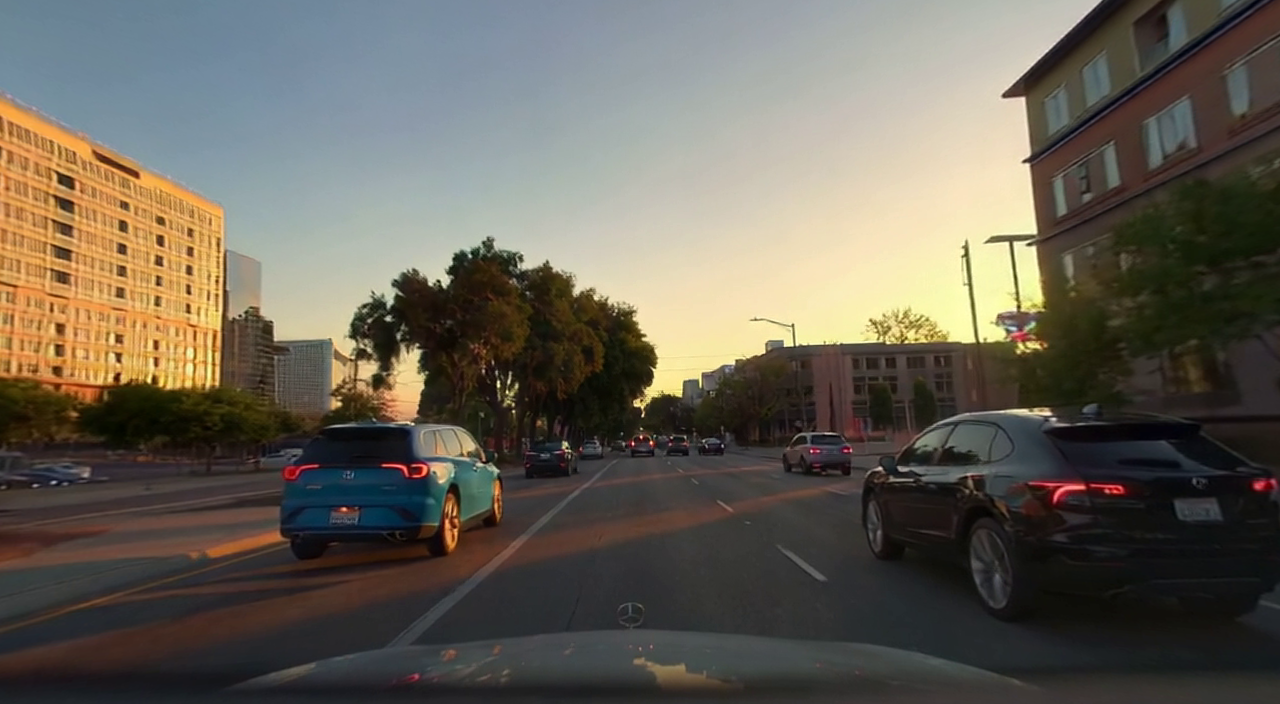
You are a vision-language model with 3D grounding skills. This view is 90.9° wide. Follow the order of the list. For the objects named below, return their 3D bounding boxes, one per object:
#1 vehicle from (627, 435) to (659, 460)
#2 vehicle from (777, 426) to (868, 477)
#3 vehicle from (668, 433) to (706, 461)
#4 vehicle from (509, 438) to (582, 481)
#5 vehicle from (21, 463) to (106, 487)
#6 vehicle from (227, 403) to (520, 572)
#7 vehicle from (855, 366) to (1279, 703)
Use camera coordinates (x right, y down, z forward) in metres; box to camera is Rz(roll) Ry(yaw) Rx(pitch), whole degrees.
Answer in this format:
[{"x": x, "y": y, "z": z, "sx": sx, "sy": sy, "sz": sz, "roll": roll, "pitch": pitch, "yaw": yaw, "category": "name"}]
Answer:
[{"x": 0.187, "y": 7.278, "z": 47.956, "sx": 2.304, "sy": 1.795, "sz": 4.526, "roll": 0, "pitch": -9, "yaw": -1, "category": "vehicle"}, {"x": 6.922, "y": 3.843, "z": 24.475, "sx": 2.076, "sy": 1.793, "sz": 4.464, "roll": 0, "pitch": -9, "yaw": -1, "category": "vehicle"}, {"x": 3.190, "y": 6.596, "z": 43.582, "sx": 2.178, "sy": 1.804, "sz": 4.766, "roll": 0, "pitch": -9, "yaw": -1, "category": "vehicle"}, {"x": -3.427, "y": 3.991, "z": 23.648, "sx": 2.036, "sy": 1.465, "sz": 4.301, "roll": 0, "pitch": -9, "yaw": 1, "category": "vehicle"}, {"x": -45.423, "y": 9.669, "z": 49.802, "sx": 1.983, "sy": 1.679, "sz": 4.833, "roll": -1, "pitch": -9, "yaw": 4, "category": "vehicle"}, {"x": -3.177, "y": 1.733, "z": 8.768, "sx": 2.141, "sy": 1.719, "sz": 4.379, "roll": 0, "pitch": -9, "yaw": 0, "category": "vehicle"}, {"x": 3.612, "y": 1.235, "z": 5.408, "sx": 2.088, "sy": 1.666, "sz": 4.512, "roll": -1, "pitch": -9, "yaw": 3, "category": "vehicle"}]
